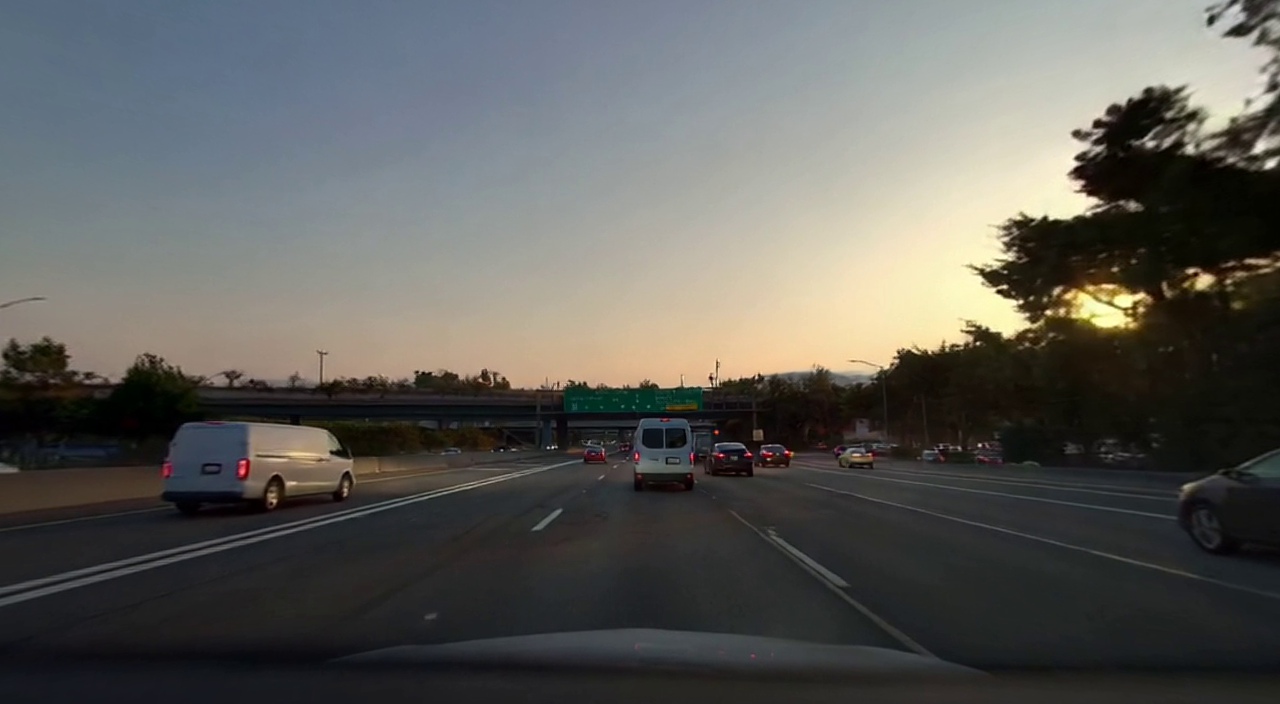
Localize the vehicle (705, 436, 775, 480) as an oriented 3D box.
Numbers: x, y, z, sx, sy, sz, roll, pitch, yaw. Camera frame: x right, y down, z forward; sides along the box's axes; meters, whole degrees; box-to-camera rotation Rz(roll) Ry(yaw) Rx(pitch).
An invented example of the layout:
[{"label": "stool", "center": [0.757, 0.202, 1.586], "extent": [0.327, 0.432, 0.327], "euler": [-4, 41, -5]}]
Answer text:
[{"label": "vehicle", "center": [4.052, 4.379, 26.267], "extent": [2.146, 1.678, 4.489], "euler": [0, -9, -1]}]

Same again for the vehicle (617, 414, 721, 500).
[{"label": "vehicle", "center": [0.646, 2.884, 17.588], "extent": [2.509, 2.062, 4.639], "euler": [0, -9, -1]}]

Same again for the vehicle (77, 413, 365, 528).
[{"label": "vehicle", "center": [-7.599, 2.210, 12.308], "extent": [2.192, 1.776, 4.957], "euler": [0, -9, 0]}]

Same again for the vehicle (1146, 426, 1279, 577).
[{"label": "vehicle", "center": [7.471, 1.422, 5.730], "extent": [2.016, 1.507, 4.474], "euler": [0, -9, 0]}]
